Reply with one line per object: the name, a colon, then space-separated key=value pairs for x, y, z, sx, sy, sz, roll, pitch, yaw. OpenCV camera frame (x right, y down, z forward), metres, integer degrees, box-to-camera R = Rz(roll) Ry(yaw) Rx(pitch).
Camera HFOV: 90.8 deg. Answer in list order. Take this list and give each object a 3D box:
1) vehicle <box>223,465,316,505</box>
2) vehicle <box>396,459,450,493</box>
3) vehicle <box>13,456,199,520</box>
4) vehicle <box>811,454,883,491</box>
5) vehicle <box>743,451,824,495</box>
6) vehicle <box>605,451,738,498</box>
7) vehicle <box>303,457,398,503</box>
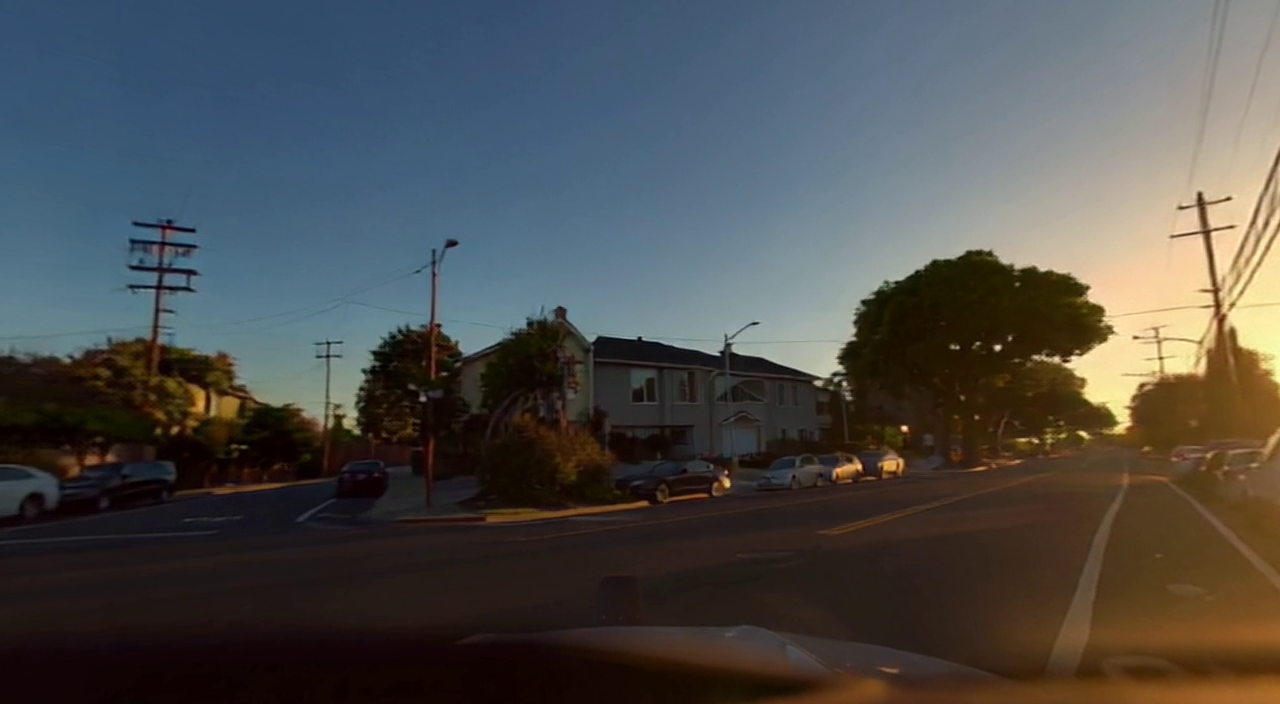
vehicle: x=-20.565 y=7.380 z=35.402 sx=2.287 sy=1.830 sz=5.343 roll=0 pitch=-8 yaw=-5
vehicle: x=-12.354 y=7.051 z=36.220 sx=1.989 sy=1.683 sz=3.918 roll=0 pitch=-8 yaw=-4
vehicle: x=-19.216 y=4.860 z=23.238 sx=2.283 sy=1.909 sz=5.692 roll=1 pitch=-8 yaw=-6
vehicle: x=11.985 y=6.835 z=36.349 sx=2.089 sy=1.837 sz=5.499 roll=-7 pitch=-11 yaw=38
vehicle: x=6.864 y=5.631 z=29.878 sx=1.937 sy=1.837 sz=4.414 roll=-7 pitch=-11 yaw=38
vehicle: x=1.281 y=4.584 z=23.129 sx=2.136 sy=1.431 sz=5.197 roll=-12 pitch=-18 yaw=37
vehicle: x=-11.408 y=5.028 z=25.271 sx=1.981 sy=1.579 sz=4.446 roll=0 pitch=-8 yaw=-4
